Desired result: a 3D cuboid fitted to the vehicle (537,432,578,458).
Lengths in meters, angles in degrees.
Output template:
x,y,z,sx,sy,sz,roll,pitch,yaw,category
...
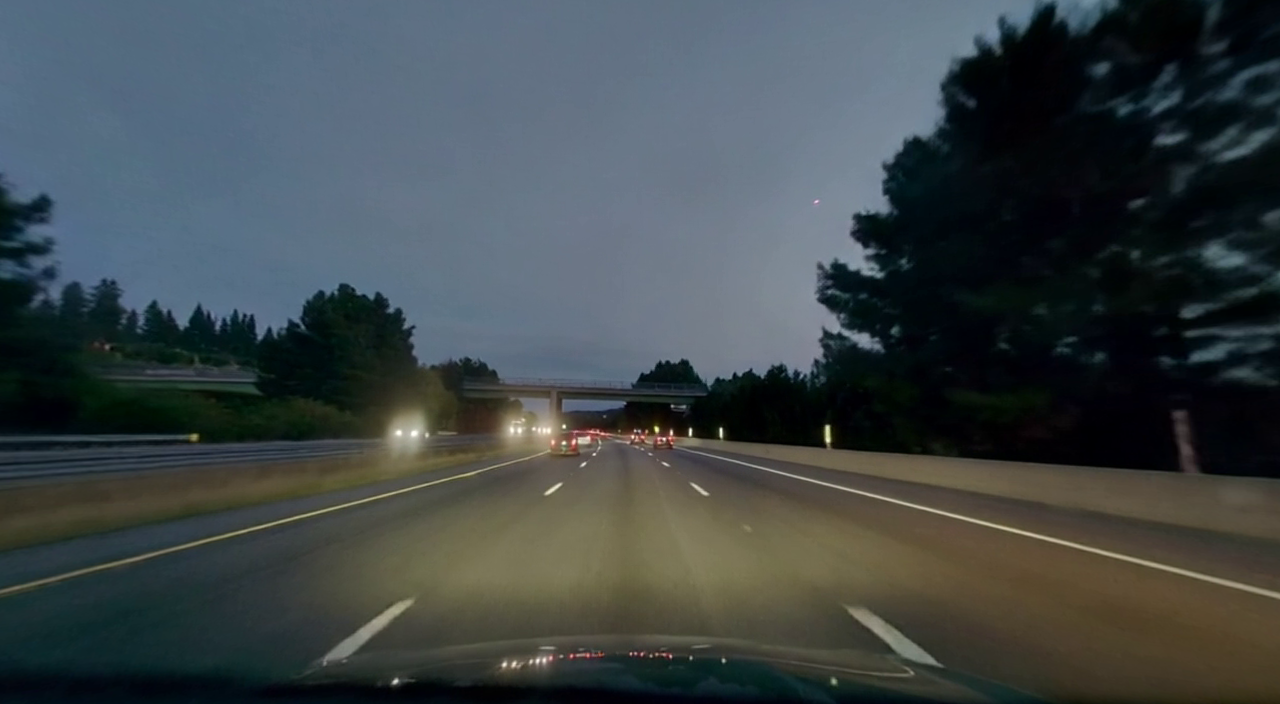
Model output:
x,y,z,sx,sy,sz,roll,pitch,yaw,category
-4.709,5.363,36.428,1.966,1.460,3.519,0,-8,-2,vehicle
